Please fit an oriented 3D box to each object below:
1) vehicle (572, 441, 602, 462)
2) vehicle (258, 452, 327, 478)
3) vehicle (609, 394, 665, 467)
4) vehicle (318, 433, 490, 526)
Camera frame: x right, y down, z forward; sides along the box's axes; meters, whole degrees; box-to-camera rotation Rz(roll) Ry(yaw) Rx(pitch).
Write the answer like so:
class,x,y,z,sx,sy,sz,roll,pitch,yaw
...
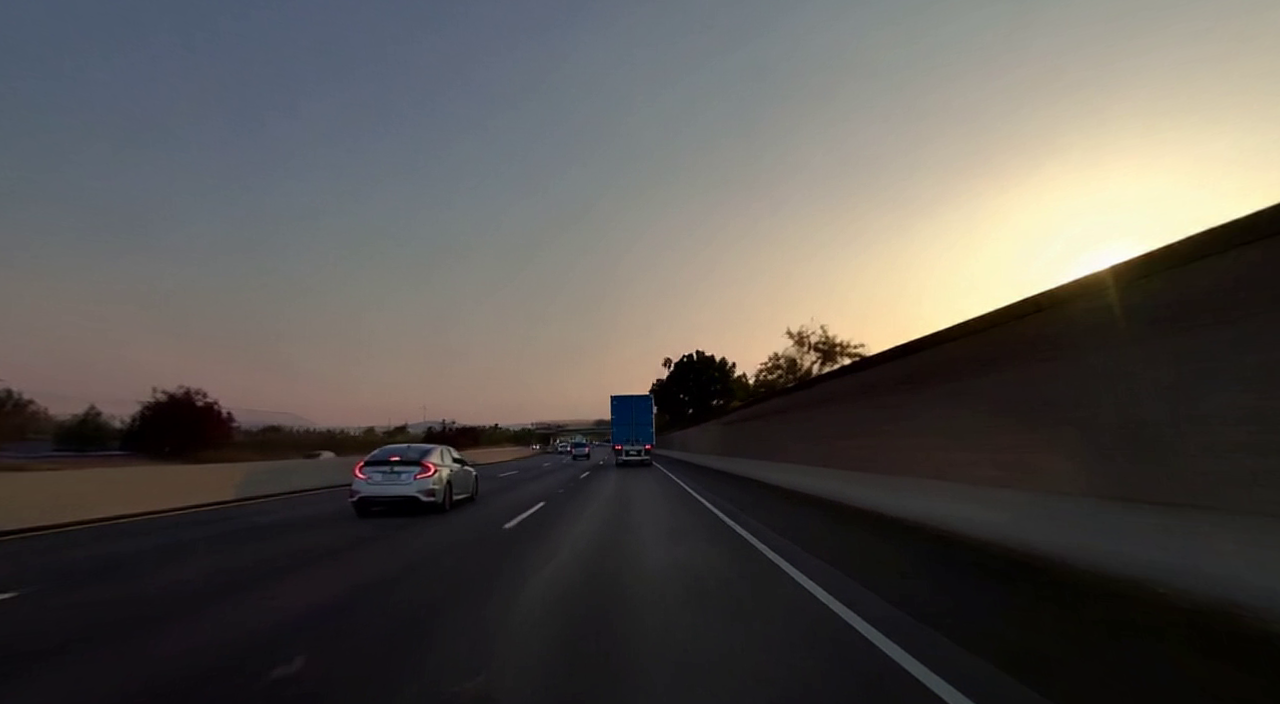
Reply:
class,x,y,z,sx,sy,sz,roll,pitch,yaw
vehicle,-4.152,7.831,49.401,2.006,1.572,4.082,0,-9,0
vehicle,-21.391,6.963,38.795,1.784,1.485,4.381,0,-9,-1
vehicle,-0.257,5.216,40.506,3.123,4.094,10.812,0,-9,-1
vehicle,-4.333,2.392,12.240,1.895,1.500,3.808,0,-9,0
